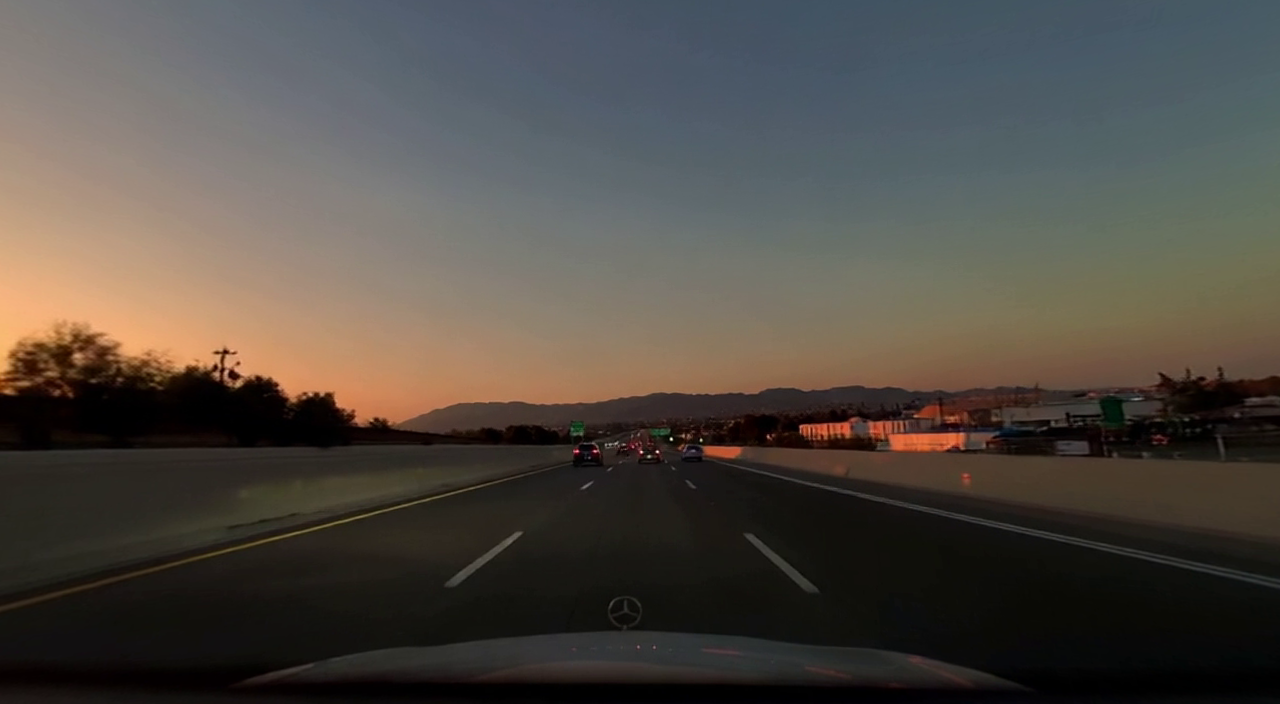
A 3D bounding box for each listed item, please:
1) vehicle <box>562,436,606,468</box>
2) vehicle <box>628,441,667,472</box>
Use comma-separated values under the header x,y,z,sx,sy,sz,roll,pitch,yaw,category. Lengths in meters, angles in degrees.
x,y,z,sx,sy,sz,roll,pitch,yaw,category
-3.691,6.707,42.553,2.403,1.946,5.623,-1,-8,1,vehicle
0.387,5.662,34.444,2.000,1.558,3.945,0,-8,0,vehicle
